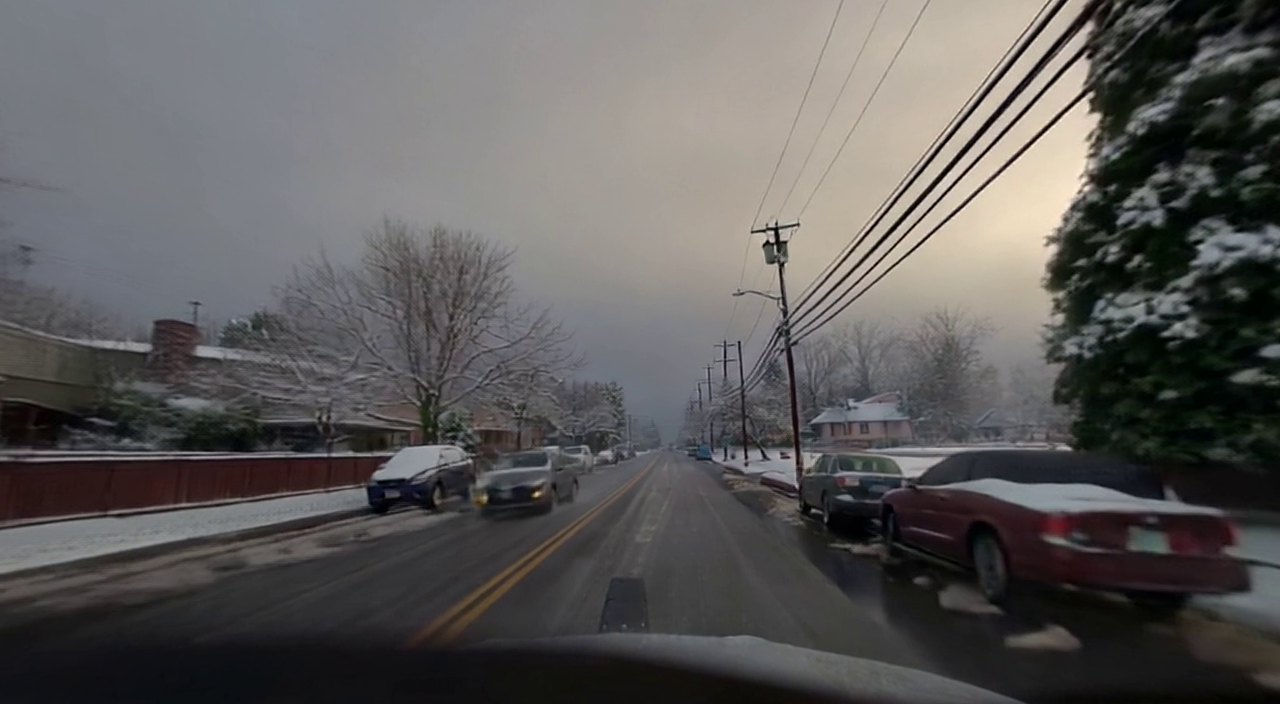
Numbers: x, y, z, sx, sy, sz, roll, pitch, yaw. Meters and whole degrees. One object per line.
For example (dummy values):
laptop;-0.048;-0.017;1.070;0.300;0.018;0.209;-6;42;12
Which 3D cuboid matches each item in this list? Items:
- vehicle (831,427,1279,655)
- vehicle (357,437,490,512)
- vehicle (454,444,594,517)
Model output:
vehicle;3.597;1.590;6.529;2.014;1.482;4.599;0;-8;3
vehicle;-5.861;3.322;17.690;2.027;1.695;4.437;-4;-8;2
vehicle;-2.519;2.937;15.024;2.079;1.441;4.541;-1;-8;6
